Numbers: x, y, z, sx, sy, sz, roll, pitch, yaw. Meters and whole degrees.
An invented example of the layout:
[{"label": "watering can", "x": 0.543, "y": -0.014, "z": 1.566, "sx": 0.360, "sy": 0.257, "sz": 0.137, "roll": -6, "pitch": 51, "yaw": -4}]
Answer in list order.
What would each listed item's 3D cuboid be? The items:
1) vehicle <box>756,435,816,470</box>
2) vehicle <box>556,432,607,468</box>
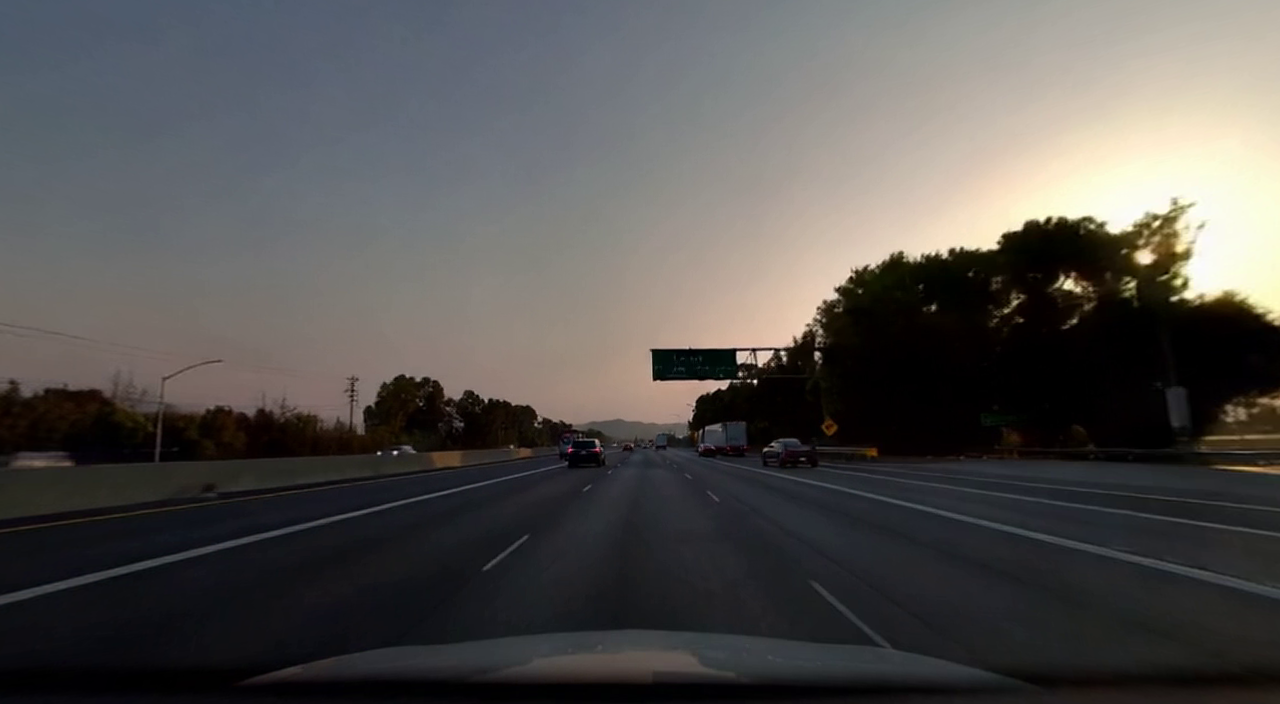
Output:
[{"label": "vehicle", "x": 7.547, "y": 5.247, "z": 33.090, "sx": 2.063, "sy": 1.706, "sz": 4.259, "roll": 0, "pitch": -8, "yaw": -1}, {"label": "vehicle", "x": -3.307, "y": 5.698, "z": 36.835, "sx": 2.453, "sy": 1.952, "sz": 5.320, "roll": 0, "pitch": -8, "yaw": 1}]
